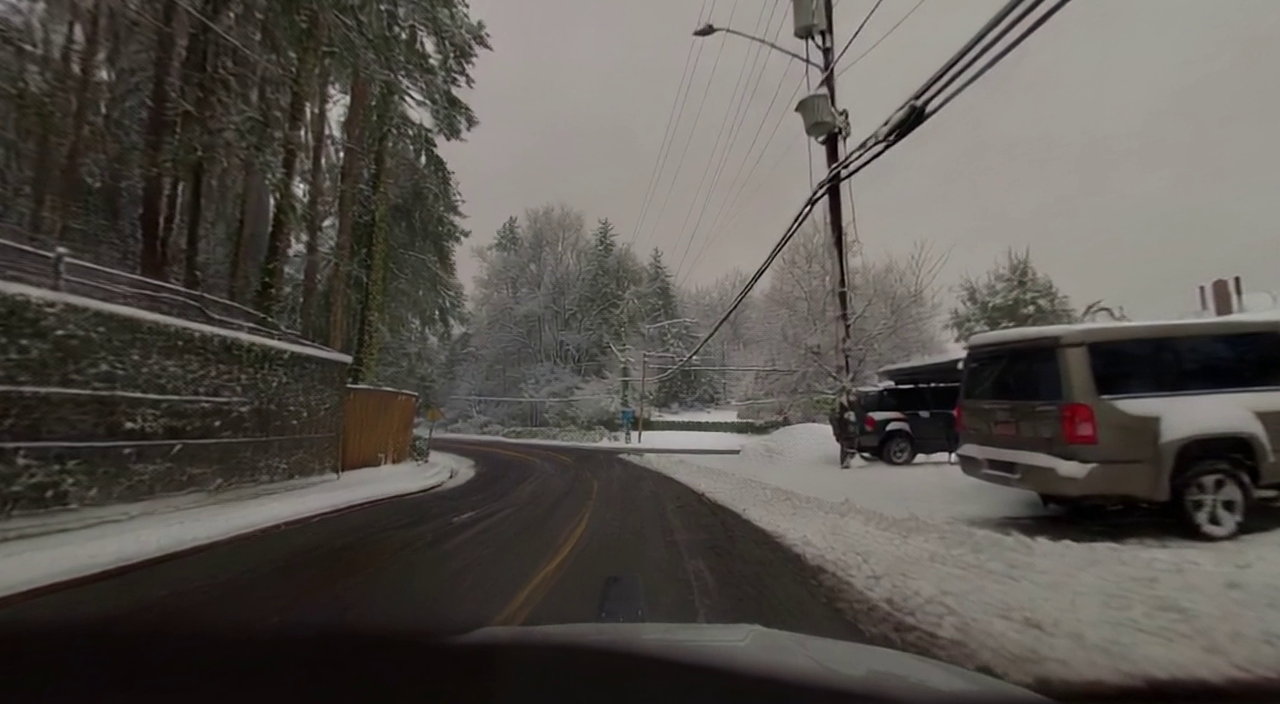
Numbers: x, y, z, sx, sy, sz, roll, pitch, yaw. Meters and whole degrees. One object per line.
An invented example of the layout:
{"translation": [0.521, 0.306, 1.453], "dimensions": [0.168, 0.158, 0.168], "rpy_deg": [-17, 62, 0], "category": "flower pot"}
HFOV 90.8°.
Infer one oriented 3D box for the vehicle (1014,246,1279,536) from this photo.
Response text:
{"translation": [6.972, 0.576, 7.009], "dimensions": [5.269, 2.289, 2.446], "rpy_deg": [5, -10, -30], "category": "vehicle"}
